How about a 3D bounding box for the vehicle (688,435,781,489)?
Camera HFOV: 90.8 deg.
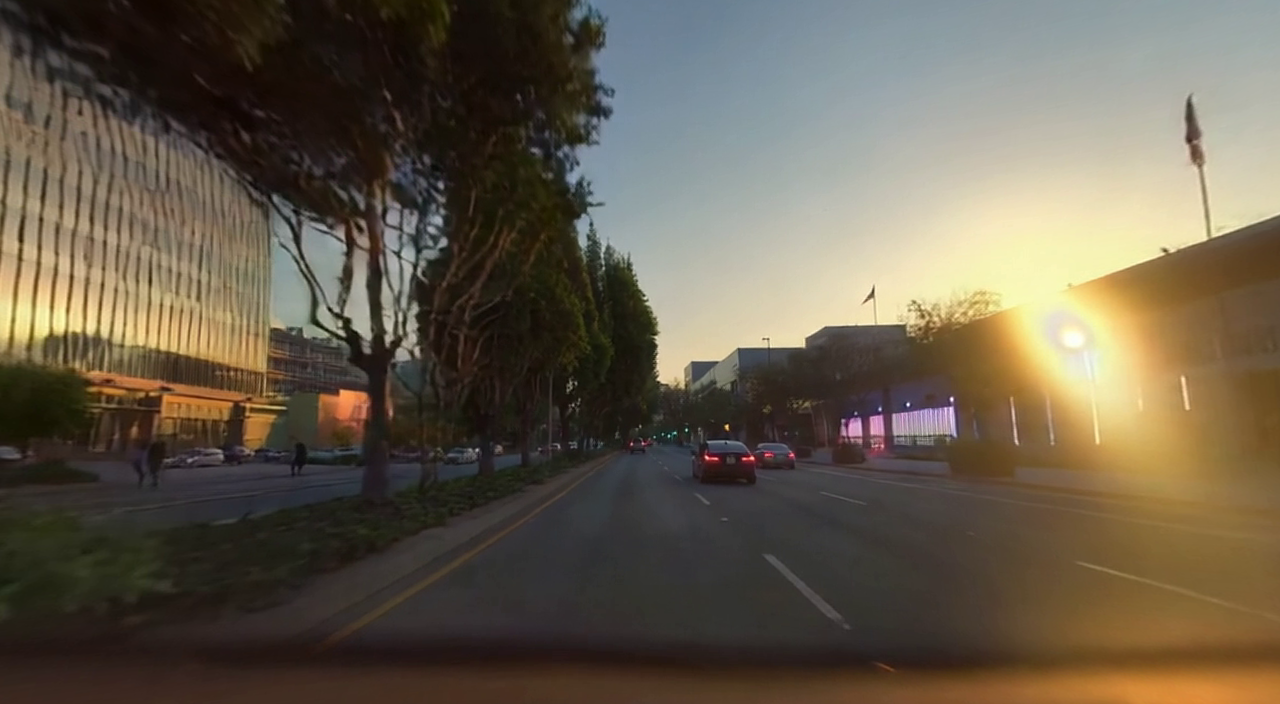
[{"bbox_3d":[2.808,3.405,19.889,2.131,1.491,4.496,0,-8,-1],"label":"vehicle"}]
